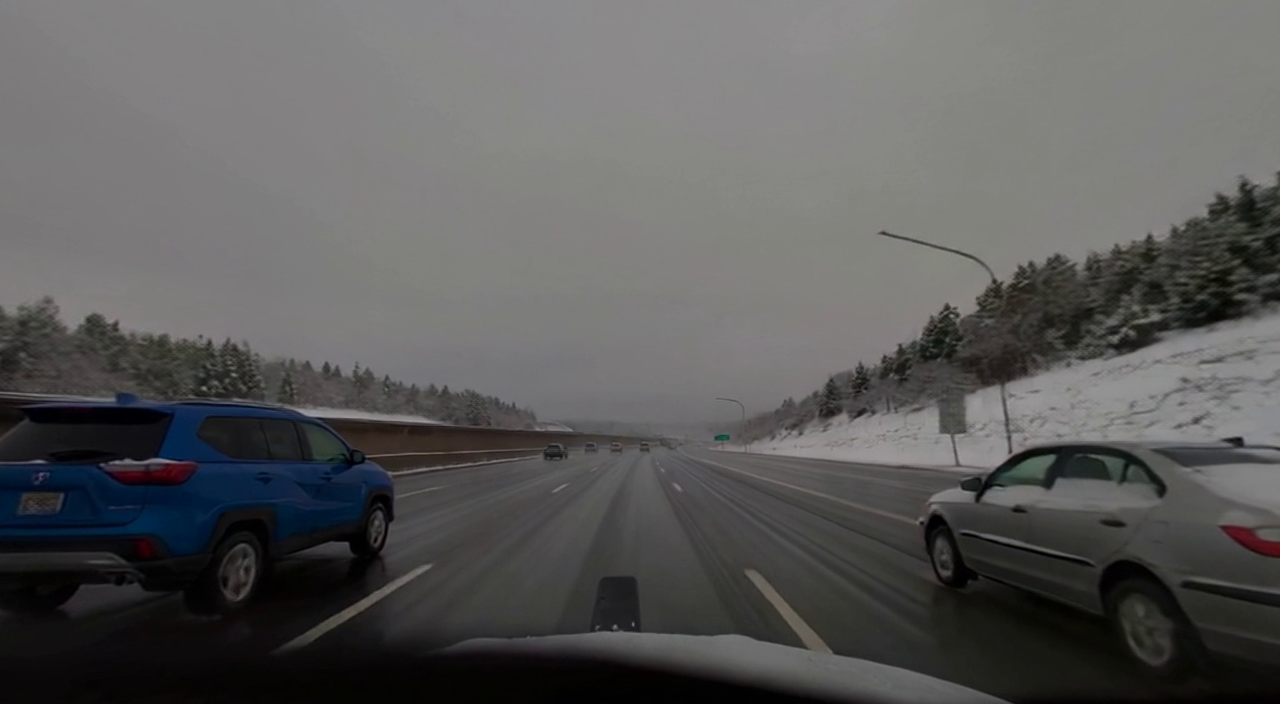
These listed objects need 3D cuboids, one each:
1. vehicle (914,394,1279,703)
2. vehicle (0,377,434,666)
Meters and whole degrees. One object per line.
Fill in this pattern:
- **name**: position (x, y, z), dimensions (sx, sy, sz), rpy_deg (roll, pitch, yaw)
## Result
- **vehicle**: position (3.643, 1.117, 3.950), dimensions (1.847, 1.493, 4.303), rpy_deg (0, -8, -1)
- **vehicle**: position (-3.836, 1.350, 6.175), dimensions (2.047, 1.715, 4.689), rpy_deg (0, -8, 0)
